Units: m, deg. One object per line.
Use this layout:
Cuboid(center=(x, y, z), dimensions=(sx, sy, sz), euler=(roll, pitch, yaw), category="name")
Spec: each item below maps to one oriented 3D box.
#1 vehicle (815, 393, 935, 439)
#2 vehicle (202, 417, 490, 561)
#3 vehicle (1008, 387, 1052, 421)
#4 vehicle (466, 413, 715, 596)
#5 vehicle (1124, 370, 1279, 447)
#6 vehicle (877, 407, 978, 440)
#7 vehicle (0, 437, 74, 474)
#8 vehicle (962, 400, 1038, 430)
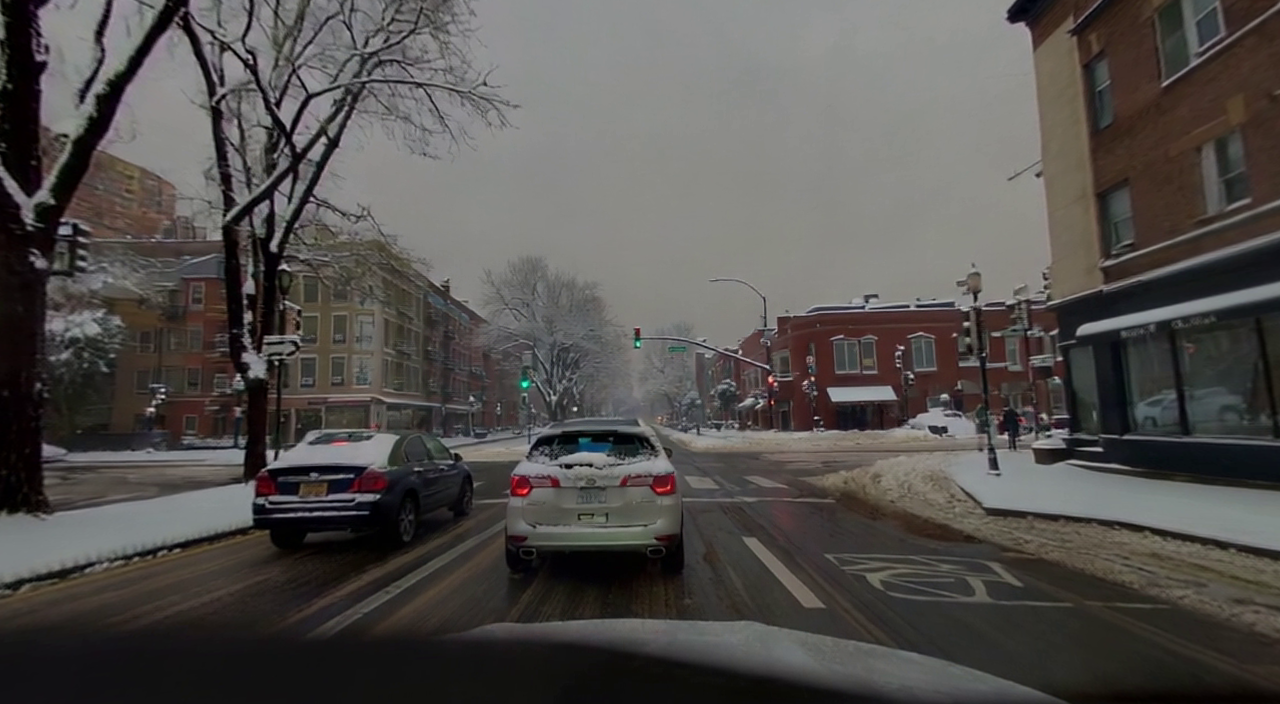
Cuboid(center=(13.773, 3.829, 37.040), dimensions=(6.541, 2.480, 2.259), euler=(3, -9, -19), category="vehicle")
Cuboid(center=(-3.697, 1.806, 9.063), dimensions=(1.934, 1.522, 4.464), euler=(0, -8, 1), category="vehicle")
Cuboid(center=(27.028, 3.653, 43.670), dimensions=(2.152, 1.993, 5.078), euler=(-6, -10, 34), category="vehicle")
Cuboid(center=(-0.429, 1.570, 7.326), dimensions=(2.082, 1.520, 3.896), euler=(0, -8, -1), category="vehicle")
Cuboid(center=(21.704, 2.166, 23.526), dimensions=(5.756, 2.653, 2.403), euler=(1, -8, -11), category="vehicle")
Cuboid(center=(15.113, 3.787, 33.168), dimensions=(4.775, 1.604, 1.915), euler=(3, -9, -20), category="vehicle")
Cuboid(center=(-32.413, 5.337, 32.618), dimensions=(4.280, 1.857, 2.136), euler=(0, -8, 1), category="vehicle")
Cuboid(center=(21.147, 3.738, 37.056), dimensions=(5.017, 1.542, 2.055), euler=(7, -11, -38), category="vehicle")
